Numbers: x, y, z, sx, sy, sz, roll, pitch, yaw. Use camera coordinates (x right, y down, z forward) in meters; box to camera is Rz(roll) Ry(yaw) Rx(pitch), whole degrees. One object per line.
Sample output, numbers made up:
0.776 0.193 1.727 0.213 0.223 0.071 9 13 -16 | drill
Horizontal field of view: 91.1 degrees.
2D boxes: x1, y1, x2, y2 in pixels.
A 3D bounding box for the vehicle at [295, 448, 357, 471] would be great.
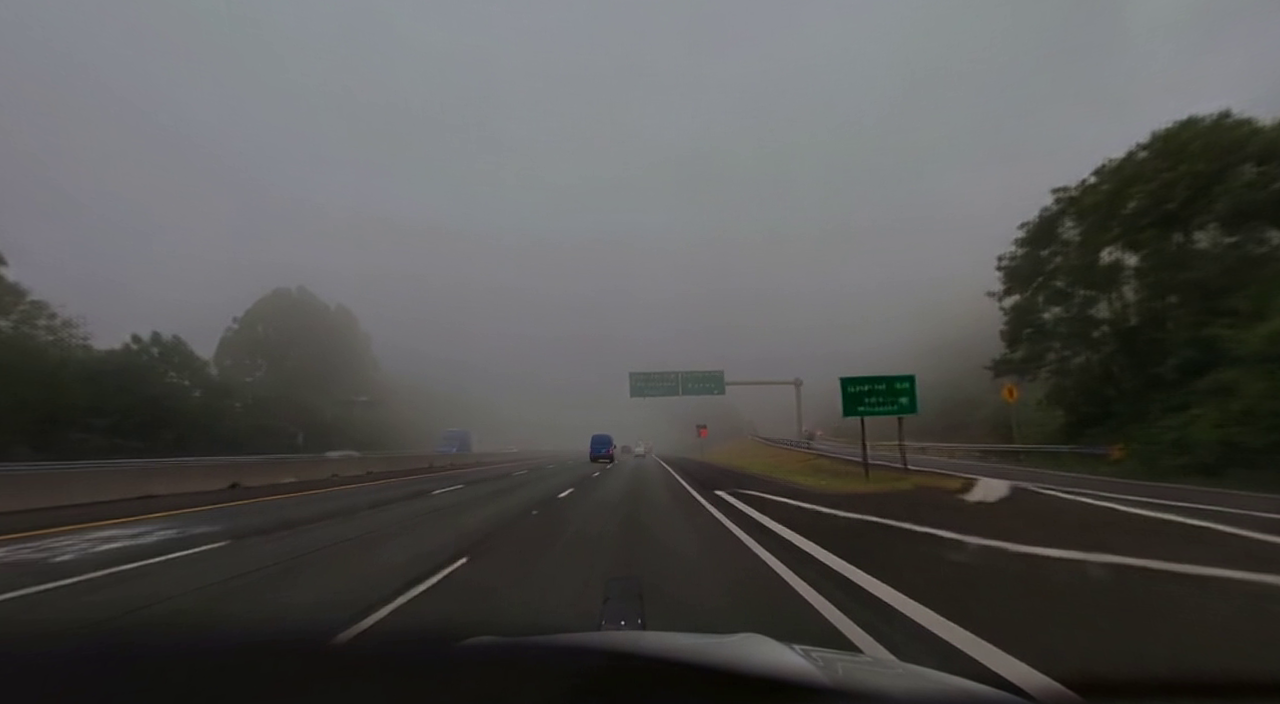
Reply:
-21.891 7.494 43.992 1.916 1.484 4.689 0 -8 1 | vehicle
